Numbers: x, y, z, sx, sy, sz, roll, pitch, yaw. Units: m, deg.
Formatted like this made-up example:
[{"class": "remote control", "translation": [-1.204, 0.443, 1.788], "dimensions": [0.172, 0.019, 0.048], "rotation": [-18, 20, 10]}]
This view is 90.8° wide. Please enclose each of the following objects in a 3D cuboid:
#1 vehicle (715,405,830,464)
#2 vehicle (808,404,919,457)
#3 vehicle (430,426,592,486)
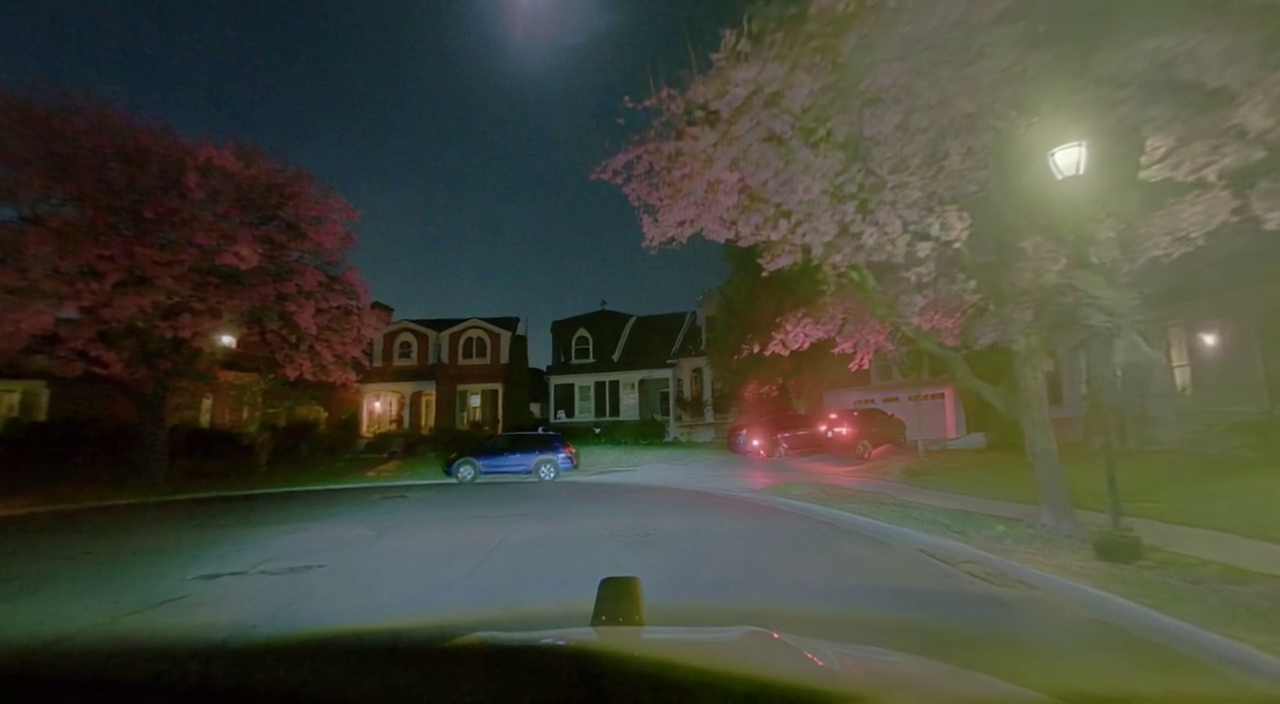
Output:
[{"class": "vehicle", "translation": [5.174, 3.111, 24.284], "dimensions": [2.310, 1.701, 4.280], "rotation": [-7, -4, 42]}, {"class": "vehicle", "translation": [8.466, 2.996, 23.704], "dimensions": [2.152, 1.773, 4.495], "rotation": [-8, -12, 44]}, {"class": "vehicle", "translation": [-4.221, 3.449, 21.132], "dimensions": [4.815, 1.827, 2.147], "rotation": [-2, -9, 11]}]
